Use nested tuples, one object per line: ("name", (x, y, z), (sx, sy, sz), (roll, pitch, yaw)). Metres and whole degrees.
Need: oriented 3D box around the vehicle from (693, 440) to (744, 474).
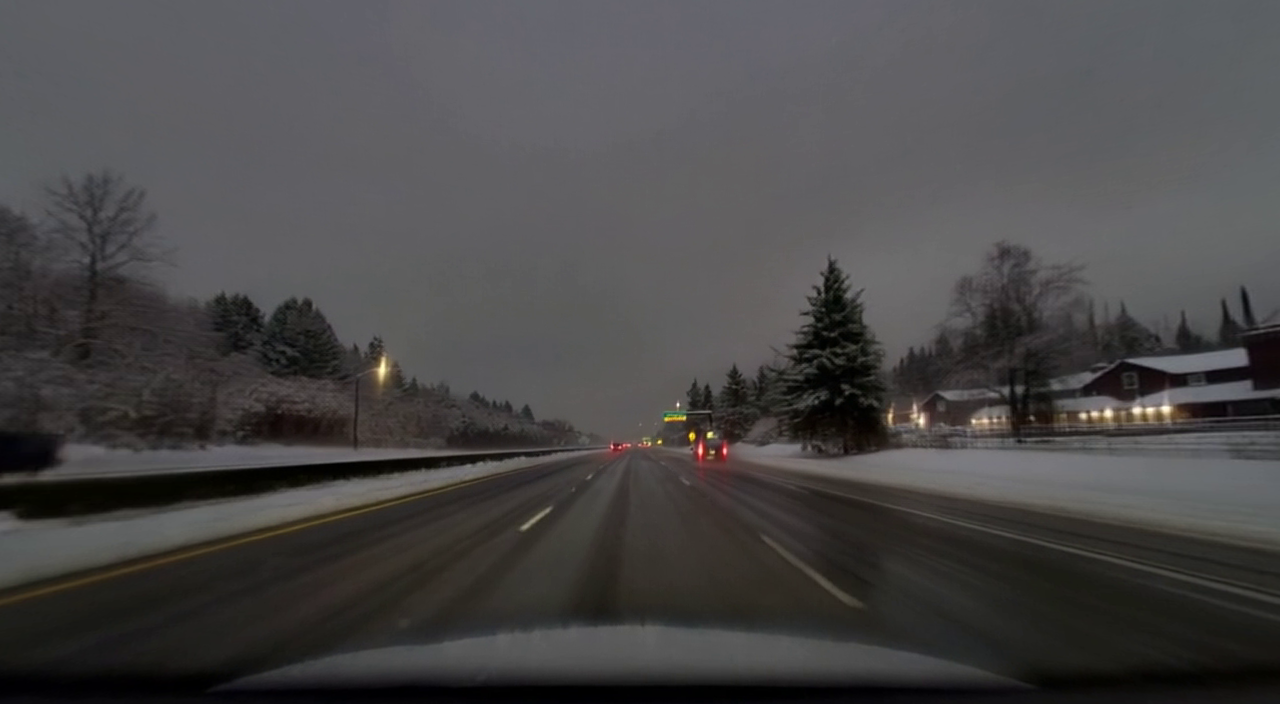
("vehicle", (3.925, 5.369, 32.482), (2.085, 1.594, 4.848), (0, -8, 1))
